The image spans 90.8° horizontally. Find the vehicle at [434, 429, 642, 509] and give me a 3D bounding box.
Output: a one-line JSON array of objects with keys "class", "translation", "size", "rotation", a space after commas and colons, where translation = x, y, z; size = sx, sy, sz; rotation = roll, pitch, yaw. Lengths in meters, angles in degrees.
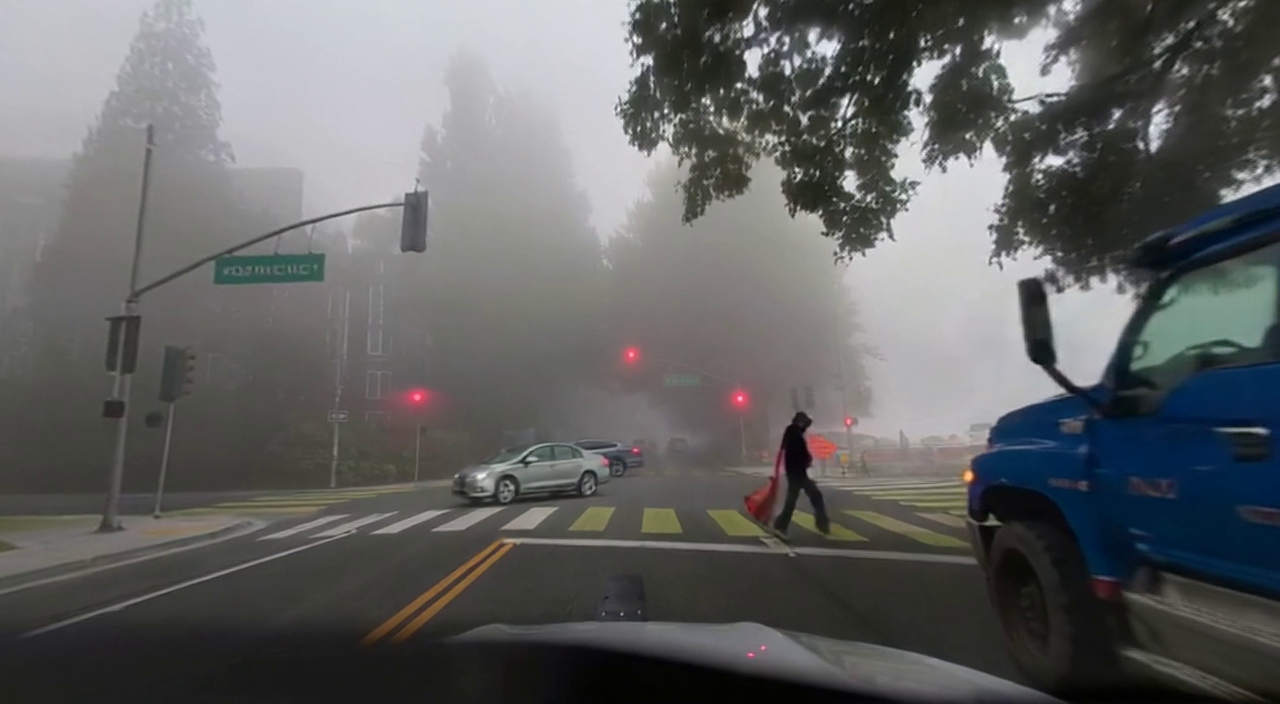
[{"class": "vehicle", "translation": [-2.293, 2.748, 15.415], "size": [1.979, 1.630, 4.771], "rotation": [-8, -11, 43]}]

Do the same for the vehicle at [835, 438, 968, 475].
[{"class": "vehicle", "translation": [11.403, 4.525, 27.630], "size": [5.158, 1.470, 2.012], "rotation": [-4, -9, 26]}]

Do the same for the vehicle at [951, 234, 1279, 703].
[{"class": "vehicle", "translation": [3.043, 0.532, 1.032], "size": [2.177, 2.015, 5.463], "rotation": [0, -8, -1]}]
